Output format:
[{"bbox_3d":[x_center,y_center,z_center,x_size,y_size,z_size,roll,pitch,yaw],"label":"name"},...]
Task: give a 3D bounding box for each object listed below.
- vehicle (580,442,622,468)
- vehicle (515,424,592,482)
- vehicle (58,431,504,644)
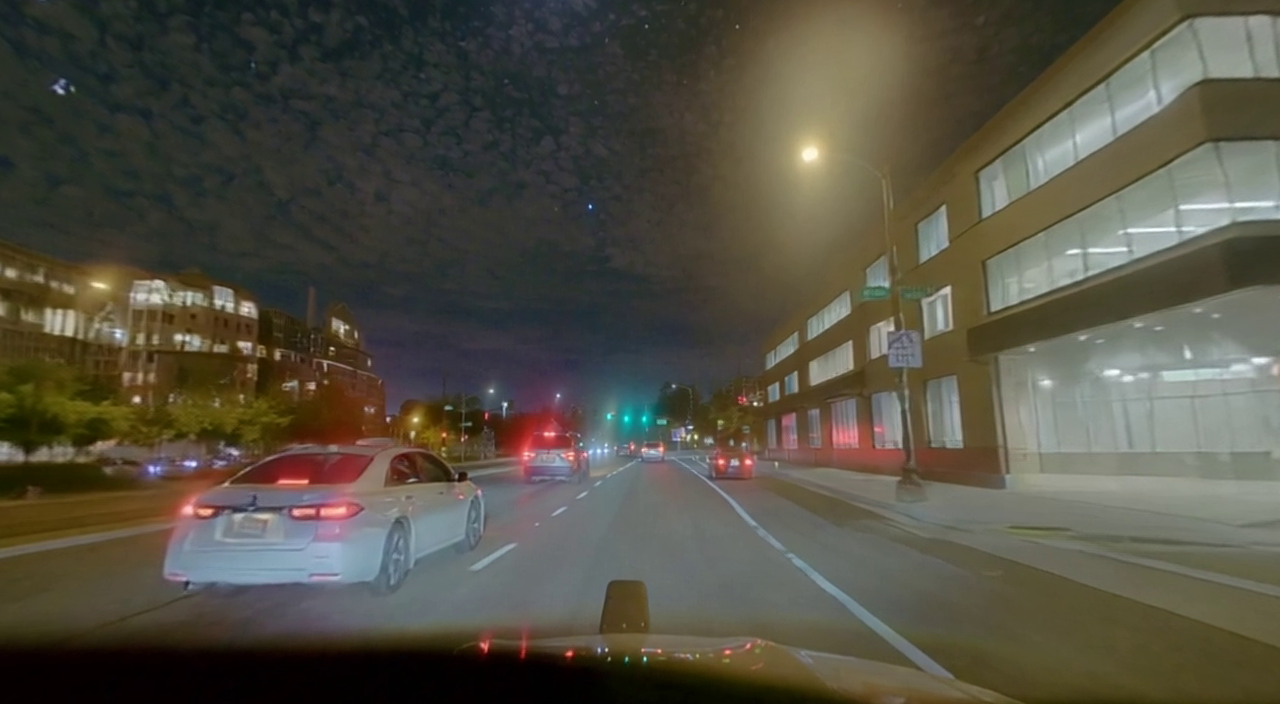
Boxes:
[{"bbox_3d":[-2.326,6.282,38.661,2.246,1.481,4.146,0,-9,2],"label":"vehicle"},{"bbox_3d":[-3.180,3.854,24.189,2.152,1.987,4.527,0,-9,2],"label":"vehicle"},{"bbox_3d":[-2.878,1.567,6.413,1.959,1.406,4.272,0,-9,1],"label":"vehicle"}]
